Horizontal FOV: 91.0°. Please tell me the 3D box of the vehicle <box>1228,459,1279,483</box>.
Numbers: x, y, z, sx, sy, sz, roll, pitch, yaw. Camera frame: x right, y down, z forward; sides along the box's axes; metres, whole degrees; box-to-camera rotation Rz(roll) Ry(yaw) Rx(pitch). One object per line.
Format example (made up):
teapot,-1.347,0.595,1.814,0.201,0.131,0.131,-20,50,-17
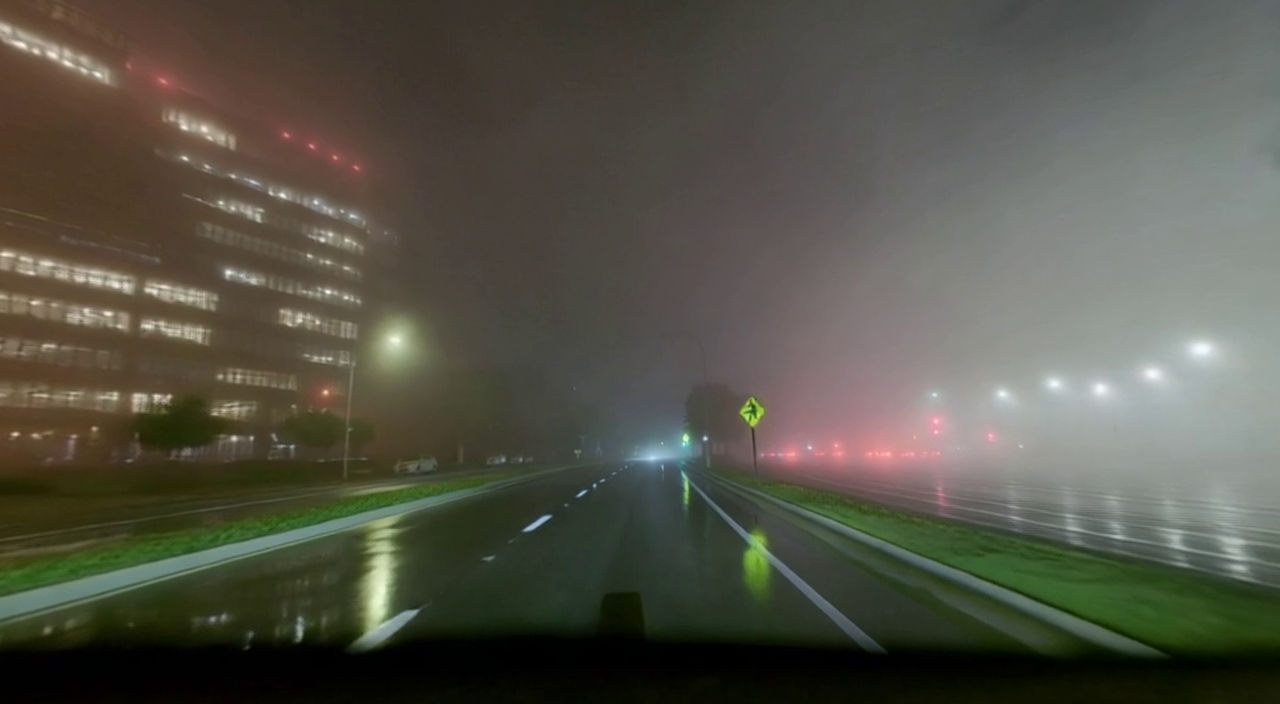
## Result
vehicle,42.061,7.890,41.951,1.717,1.459,4.256,0,-8,2
